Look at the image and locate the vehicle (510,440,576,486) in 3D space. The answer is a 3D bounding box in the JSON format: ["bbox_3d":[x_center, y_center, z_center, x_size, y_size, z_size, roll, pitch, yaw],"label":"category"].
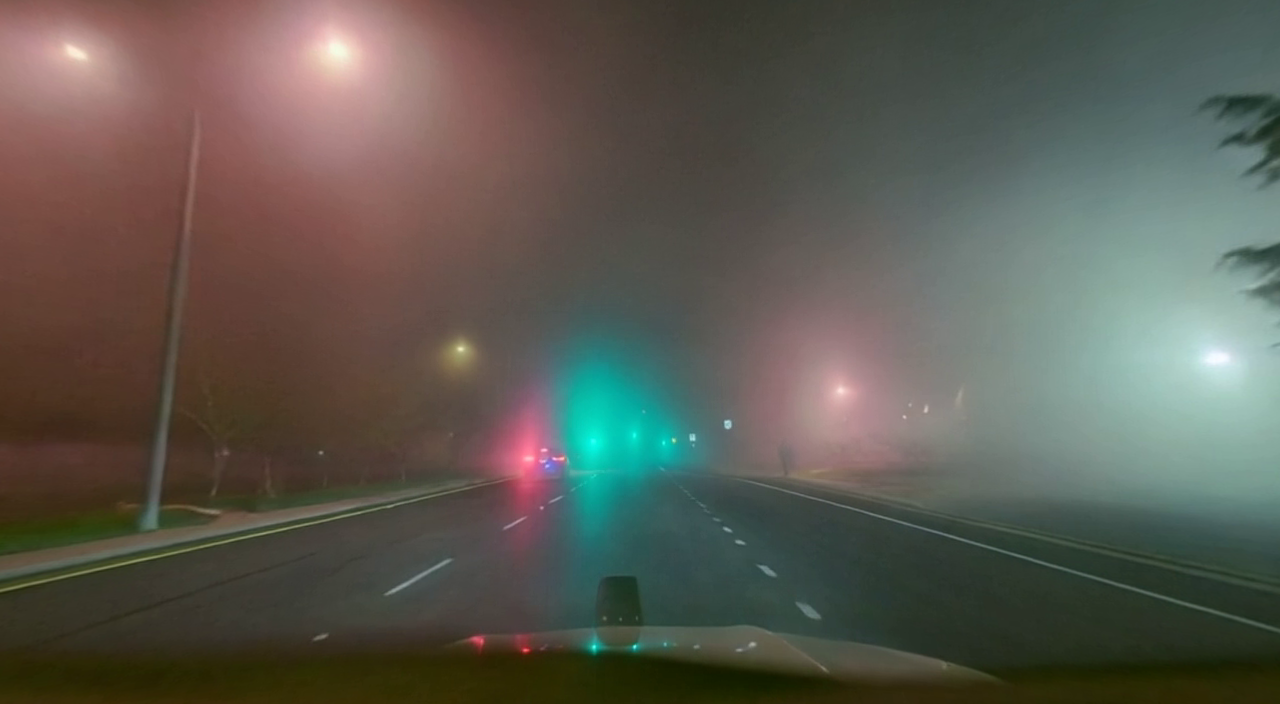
[{"bbox_3d":[-3.941,4.581,26.422,1.993,1.733,4.262,0,-8,1],"label":"vehicle"}]
